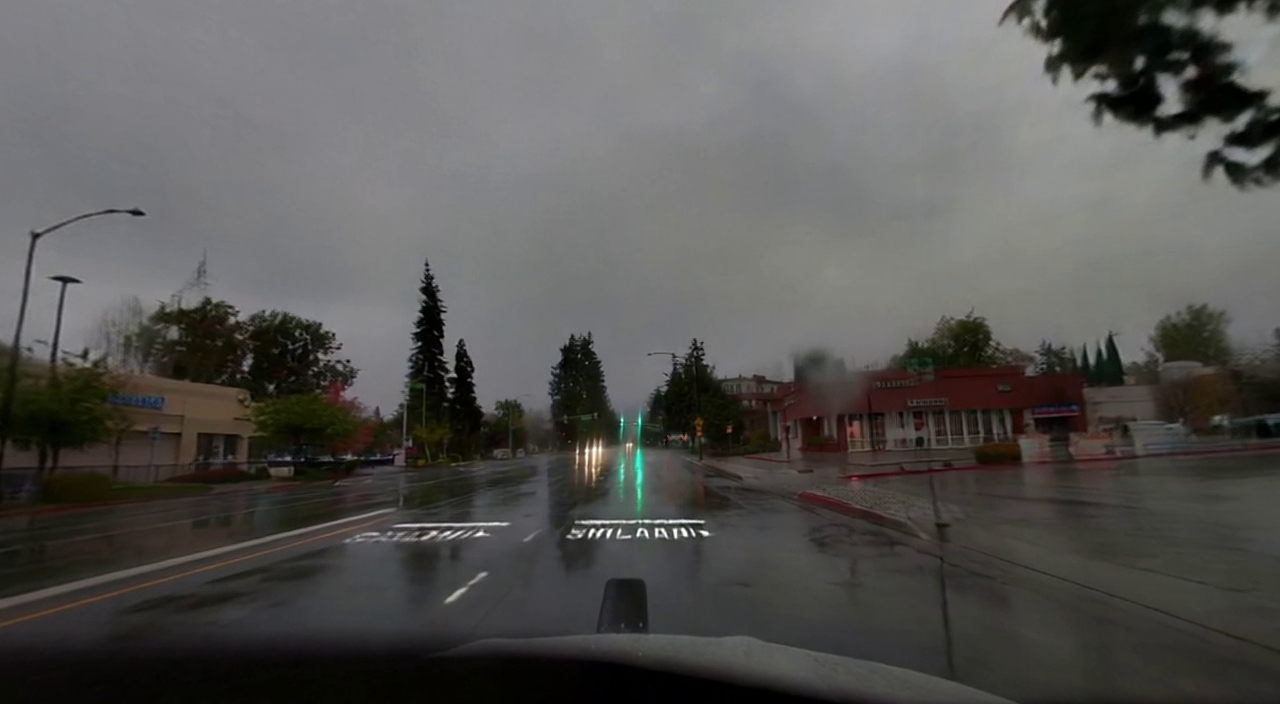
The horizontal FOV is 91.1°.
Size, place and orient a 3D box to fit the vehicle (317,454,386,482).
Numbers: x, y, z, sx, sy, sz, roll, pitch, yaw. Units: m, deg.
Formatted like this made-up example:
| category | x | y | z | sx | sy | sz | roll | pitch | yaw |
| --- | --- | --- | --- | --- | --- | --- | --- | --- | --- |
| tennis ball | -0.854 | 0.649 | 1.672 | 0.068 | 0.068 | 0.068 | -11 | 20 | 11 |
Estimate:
| category | x | y | z | sx | sy | sz | roll | pitch | yaw |
| --- | --- | --- | --- | --- | --- | --- | --- | --- | --- |
| vehicle | -17.394 | 6.987 | 38.084 | 1.861 | 1.541 | 4.530 | 0 | -9 | 3 |
